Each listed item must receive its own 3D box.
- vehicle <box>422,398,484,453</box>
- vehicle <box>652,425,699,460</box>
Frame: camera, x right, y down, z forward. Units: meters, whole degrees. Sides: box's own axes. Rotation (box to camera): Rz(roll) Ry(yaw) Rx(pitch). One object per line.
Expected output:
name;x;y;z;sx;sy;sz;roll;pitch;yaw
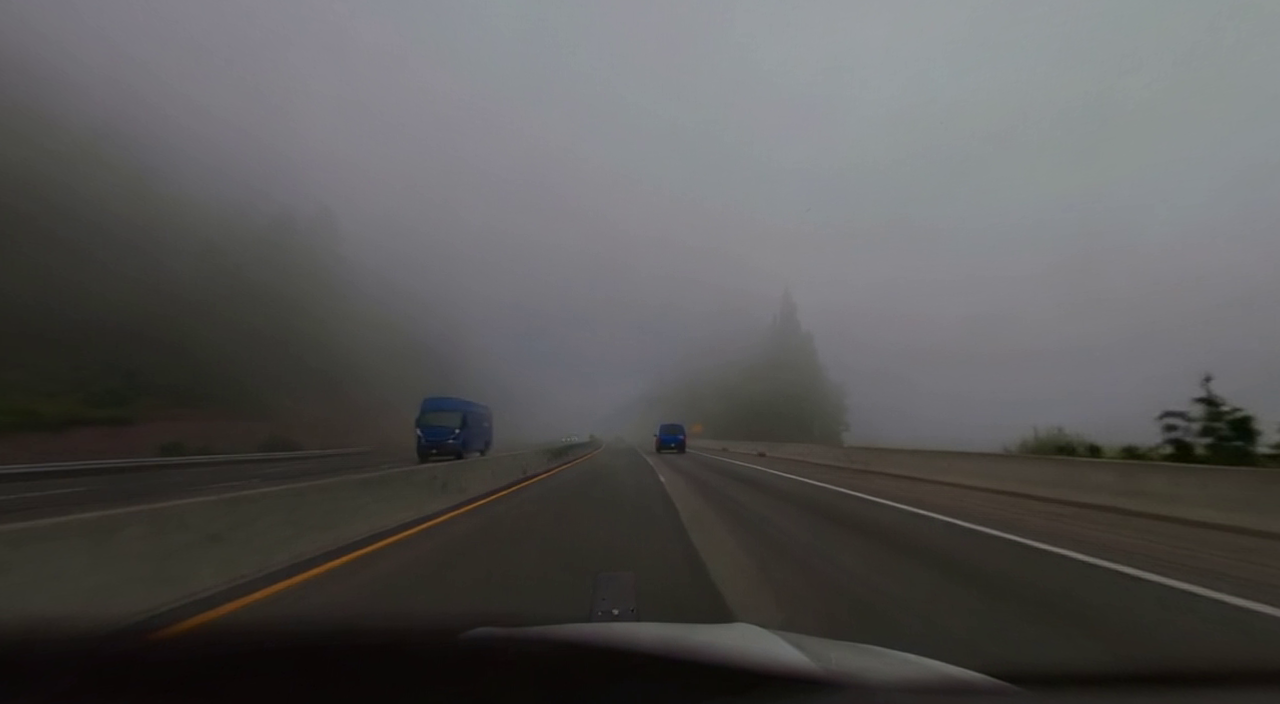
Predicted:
vehicle;-14.264;5.715;48.577;3.077;3.908;5.911;0;-8;-2
vehicle;1.925;5.096;35.751;2.240;1.801;4.545;0;-8;-2
